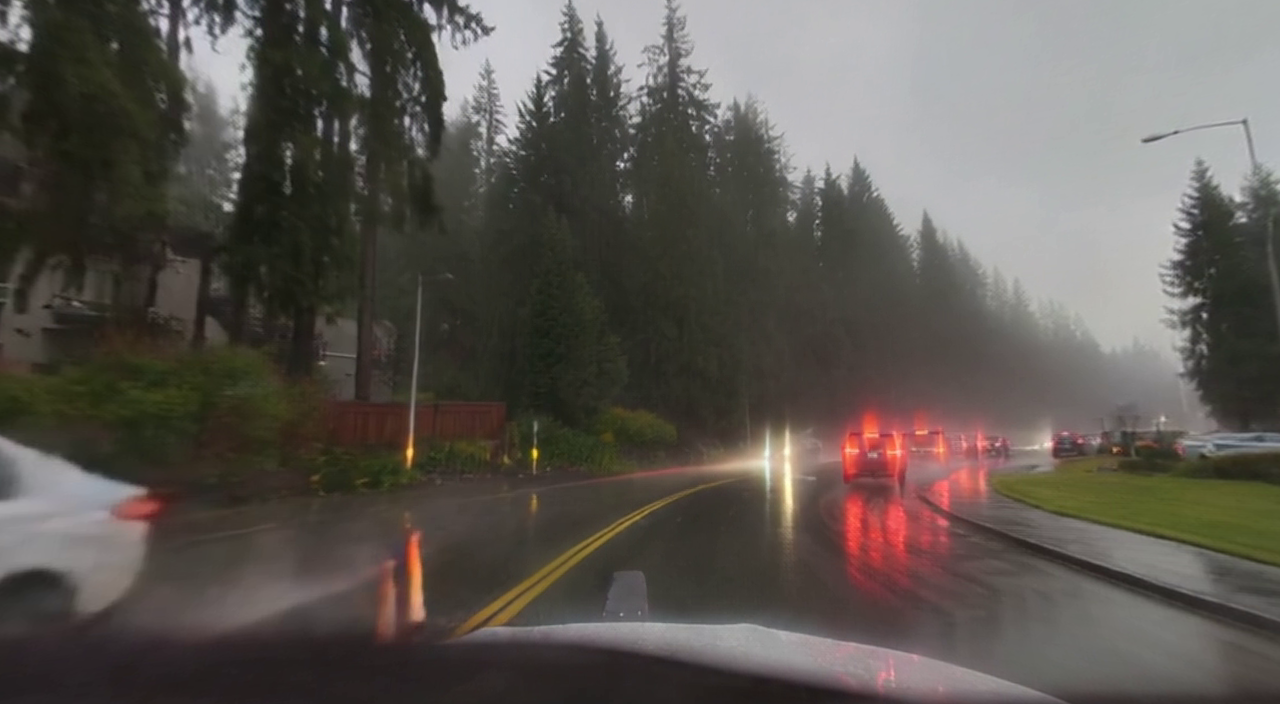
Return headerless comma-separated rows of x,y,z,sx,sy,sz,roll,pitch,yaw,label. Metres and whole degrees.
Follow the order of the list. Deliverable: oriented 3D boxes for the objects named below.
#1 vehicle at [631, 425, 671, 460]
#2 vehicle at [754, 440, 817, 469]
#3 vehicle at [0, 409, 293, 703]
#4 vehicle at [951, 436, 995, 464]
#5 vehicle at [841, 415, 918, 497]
0.885,7.082,49.608,2.665,2.465,1.532,1,-6,22,vehicle
8.016,5.555,34.513,1.933,1.428,4.449,-5,-10,33,vehicle
-3.878,1.016,2.905,1.945,1.494,4.201,0,-8,4,vehicle
22.347,6.524,42.284,2.030,1.774,3.884,-5,-10,34,vehicle
7.150,3.080,19.151,1.913,2.241,3.024,-3,-7,17,vehicle
